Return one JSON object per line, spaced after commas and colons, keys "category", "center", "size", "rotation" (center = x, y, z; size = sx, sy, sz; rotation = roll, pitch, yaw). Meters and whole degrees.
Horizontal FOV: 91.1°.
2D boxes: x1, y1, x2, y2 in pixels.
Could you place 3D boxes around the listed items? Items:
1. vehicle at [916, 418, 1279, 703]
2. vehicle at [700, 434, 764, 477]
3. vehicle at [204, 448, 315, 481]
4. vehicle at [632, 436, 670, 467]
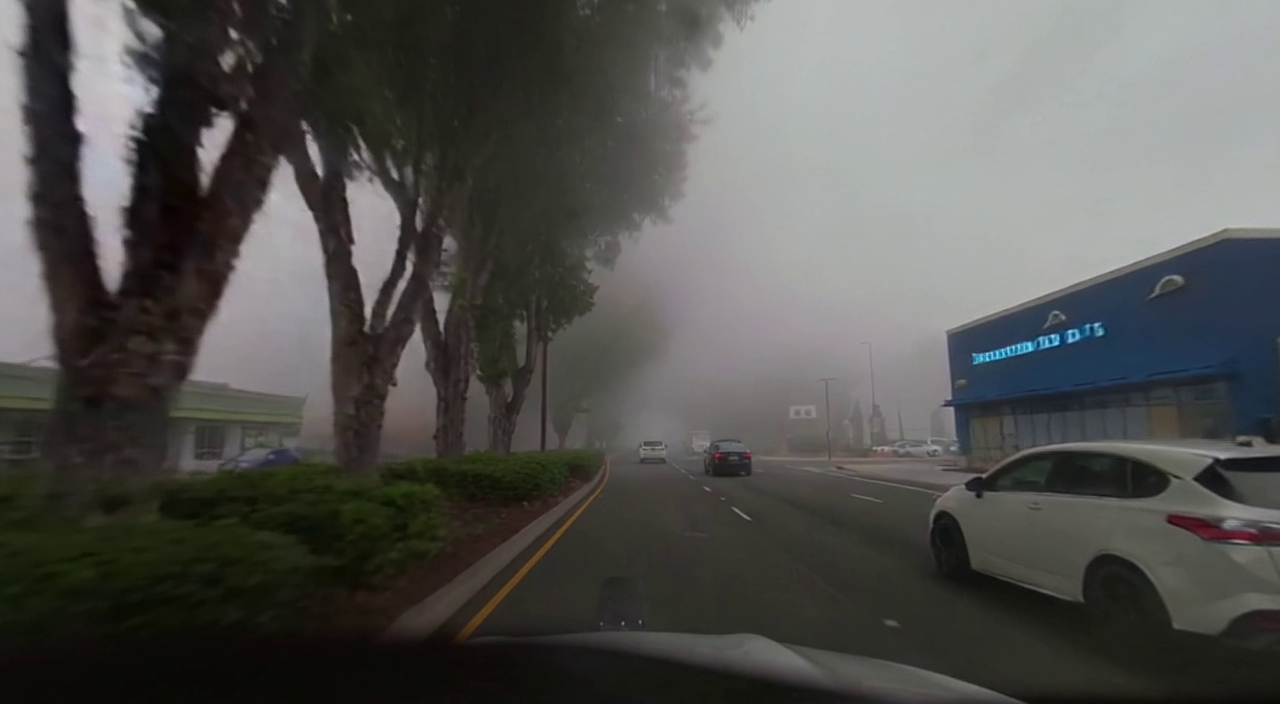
{"category": "vehicle", "center": [3.981, 1.290, 4.603], "size": [1.908, 1.463, 4.506], "rotation": [0, -8, 1]}
{"category": "vehicle", "center": [3.930, 4.489, 27.502], "size": [2.115, 1.692, 4.189], "rotation": [0, -8, -1]}
{"category": "vehicle", "center": [-18.828, 5.569, 31.437], "size": [2.280, 1.489, 5.106], "rotation": [0, -8, 1]}
{"category": "vehicle", "center": [0.601, 5.788, 36.555], "size": [2.098, 1.682, 3.778], "rotation": [0, -8, 0]}
